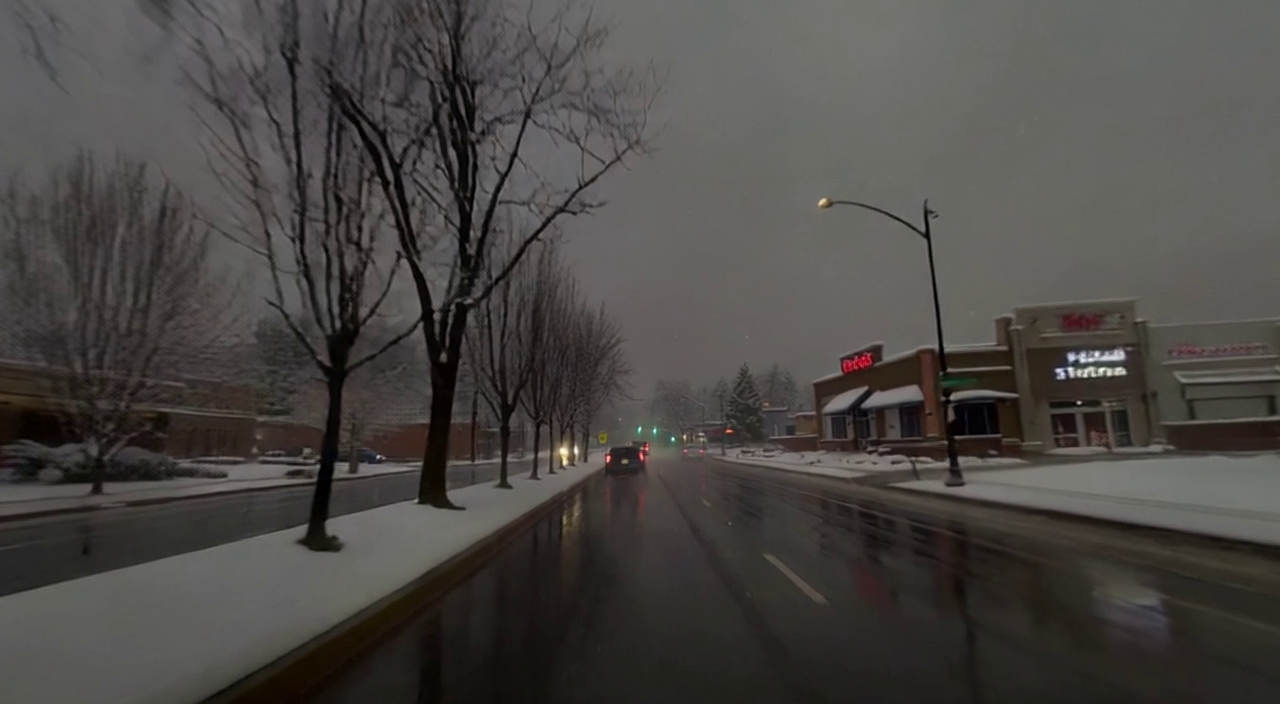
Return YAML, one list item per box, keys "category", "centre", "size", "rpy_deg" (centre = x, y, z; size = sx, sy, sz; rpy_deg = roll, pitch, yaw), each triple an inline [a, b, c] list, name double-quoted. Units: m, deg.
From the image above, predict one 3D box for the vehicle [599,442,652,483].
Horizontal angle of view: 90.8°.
- category: "vehicle"
  centre: [-0.543, 4.421, 25.532]
  size: [2.006, 1.487, 3.535]
  rpy_deg: [0, -9, 0]

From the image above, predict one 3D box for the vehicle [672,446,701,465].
- category: "vehicle"
  centre: [3.649, 8.168, 49.989]
  size: [1.910, 1.474, 4.003]
  rpy_deg: [0, -9, -1]
